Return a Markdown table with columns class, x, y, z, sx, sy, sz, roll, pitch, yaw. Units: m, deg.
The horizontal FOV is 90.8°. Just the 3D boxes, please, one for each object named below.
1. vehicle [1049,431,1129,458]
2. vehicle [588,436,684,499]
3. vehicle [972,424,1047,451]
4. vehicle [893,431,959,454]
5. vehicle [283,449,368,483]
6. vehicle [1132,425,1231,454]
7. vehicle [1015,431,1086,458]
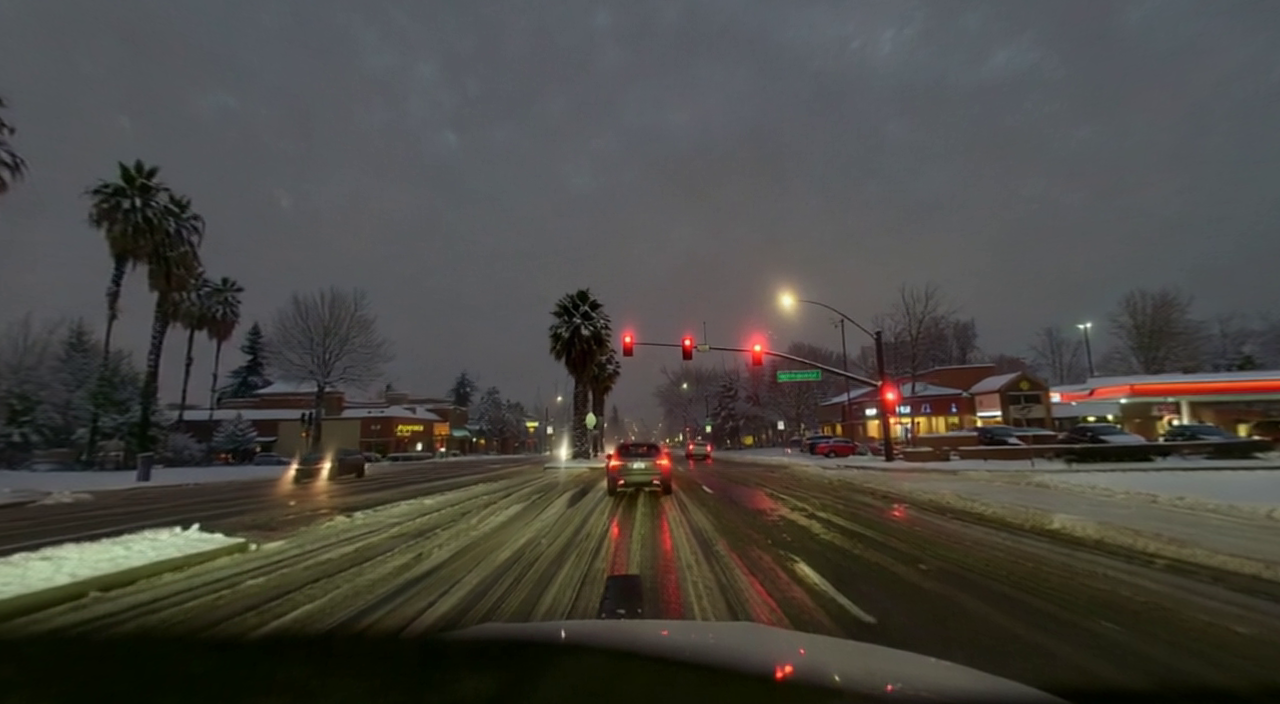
| class | x | y | z | sx | sy | sz | roll | pitch | yaw |
| --- | --- | --- | --- | --- | --- | --- | --- | --- | --- |
| vehicle | 26.349 | 5.463 | 37.243 | 1.923 | 1.501 | 3.849 | -1 | -8 | 2 |
| vehicle | -0.120 | 3.101 | 17.398 | 2.270 | 1.475 | 4.571 | 0 | -8 | -1 |
| vehicle | 24.579 | 5.709 | 42.112 | 3.783 | 1.560 | 1.853 | -4 | -10 | 11 |
| vehicle | 19.553 | 6.223 | 43.297 | 3.833 | 1.495 | 1.892 | -3 | -9 | 18 |
| vehicle | -15.417 | 5.589 | 31.286 | 1.896 | 1.508 | 4.659 | 0 | -8 | -1 |
| vehicle | 31.890 | 5.202 | 37.405 | 1.903 | 1.630 | 4.320 | 0 | -8 | -1 |
| vehicle | 24.271 | 5.499 | 37.485 | 1.738 | 1.462 | 3.609 | 0 | -8 | 0 |
